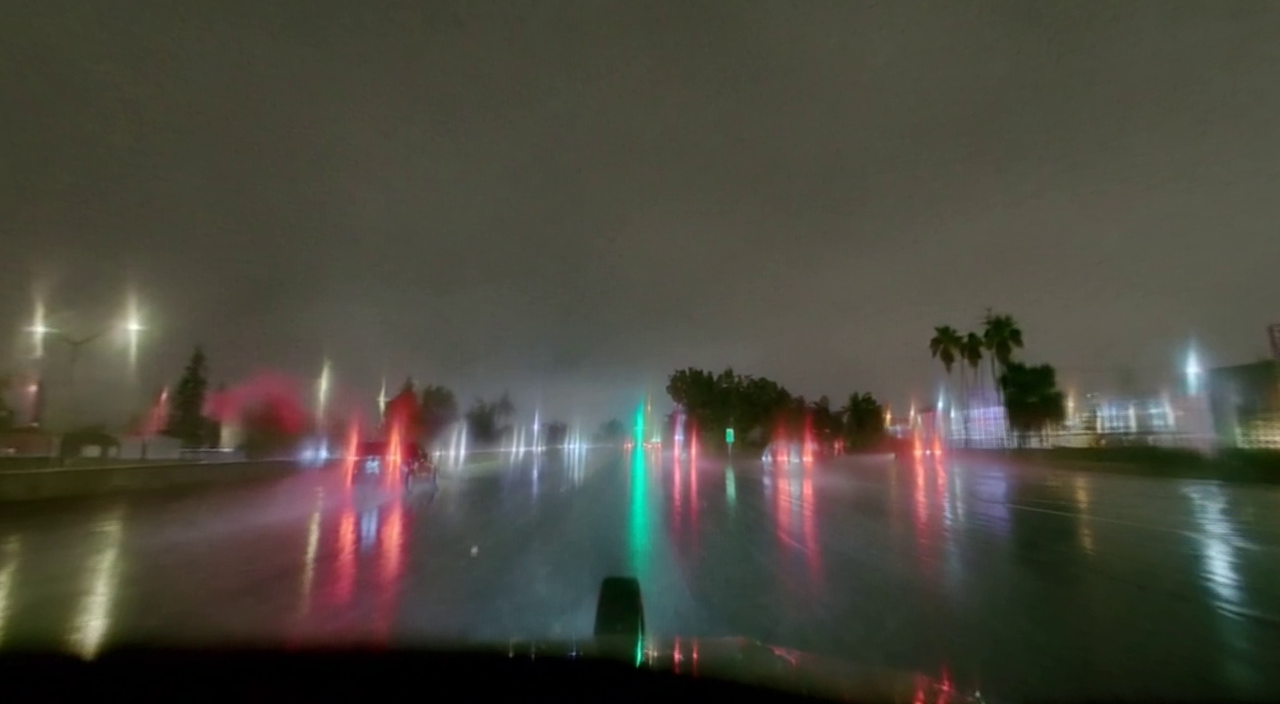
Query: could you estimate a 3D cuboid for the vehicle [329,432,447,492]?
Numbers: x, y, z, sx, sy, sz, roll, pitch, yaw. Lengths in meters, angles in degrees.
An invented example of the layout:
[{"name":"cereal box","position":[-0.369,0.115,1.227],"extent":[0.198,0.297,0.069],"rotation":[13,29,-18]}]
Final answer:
[{"name":"vehicle","position":[-8.052,3.559,20.714],"extent":[2.089,1.724,4.327],"rotation":[0,-9,-1]}]
